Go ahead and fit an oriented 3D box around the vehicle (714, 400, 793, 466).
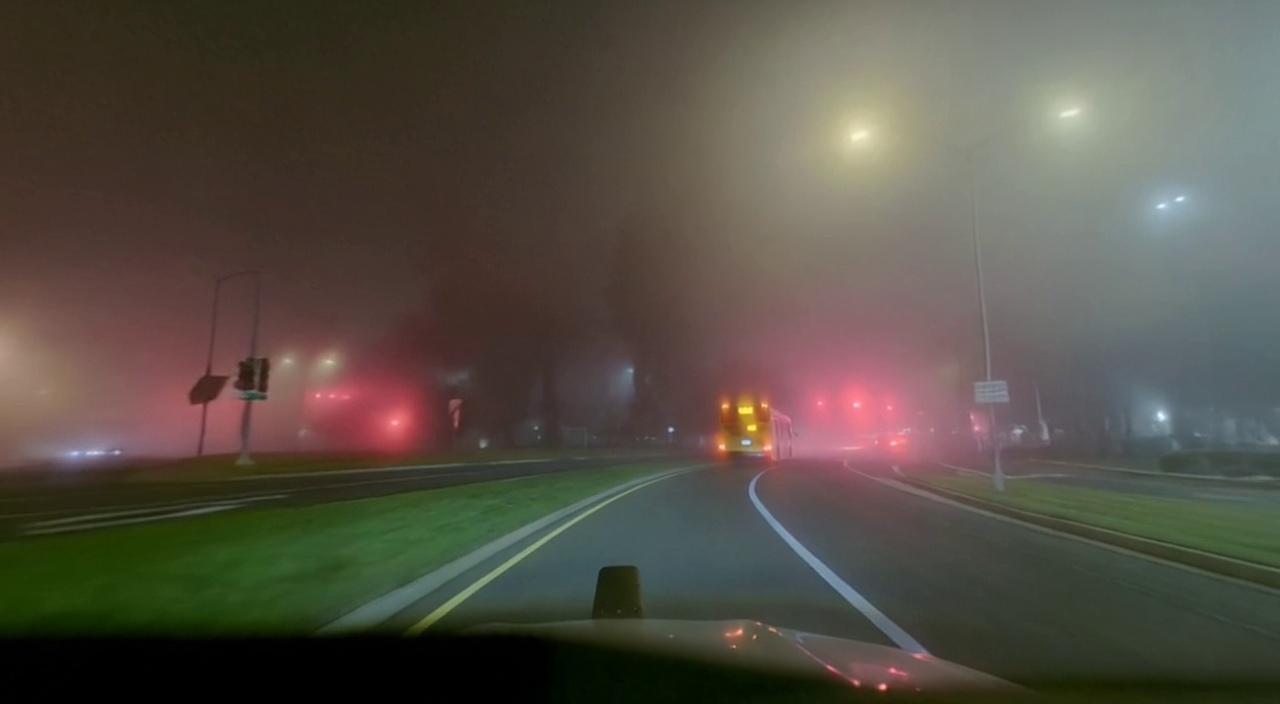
[{"bbox_3d":[7.232,5.056,38.532,3.031,3.429,11.005,-3,-9,18],"label":"vehicle"}]
